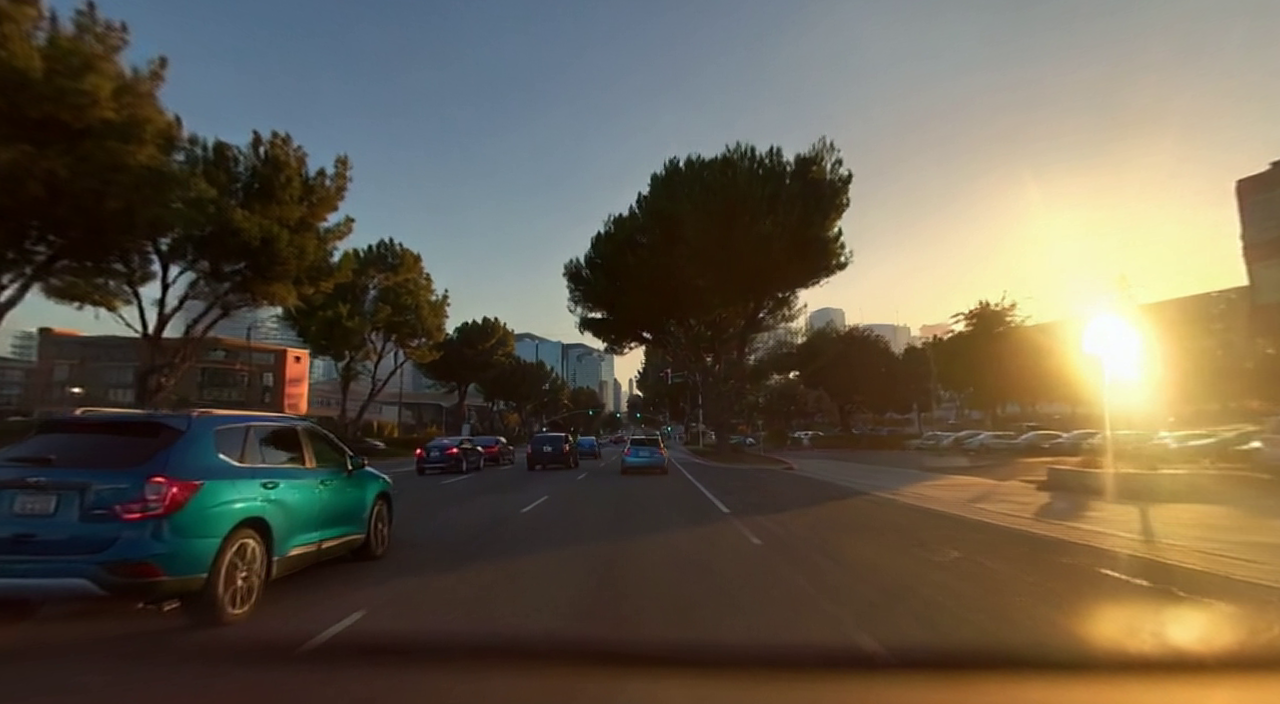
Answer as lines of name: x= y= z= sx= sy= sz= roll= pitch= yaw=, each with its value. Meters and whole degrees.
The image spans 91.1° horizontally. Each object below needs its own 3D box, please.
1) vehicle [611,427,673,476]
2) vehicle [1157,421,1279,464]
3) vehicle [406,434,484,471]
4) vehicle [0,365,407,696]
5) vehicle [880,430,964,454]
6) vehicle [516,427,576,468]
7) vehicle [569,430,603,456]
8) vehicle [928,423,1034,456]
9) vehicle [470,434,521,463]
vehicle: x=0.073 y=3.632 z=23.053 sx=2.042 sy=1.641 sz=4.187 roll=0 pitch=-8 yaw=0
vehicle: x=27.629 y=4.249 z=29.623 sx=4.524 sy=1.597 sz=2.102 roll=-4 pitch=-6 yaw=-1
vehicle: x=-8.156 y=4.248 z=26.711 sx=1.926 sy=1.463 sz=4.450 roll=0 pitch=-8 yaw=-1
vehicle: x=-3.811 y=1.184 z=5.265 sx=2.070 sy=1.641 sz=4.152 roll=0 pitch=-8 yaw=0
vehicle: x=17.044 y=5.498 z=38.144 sx=1.857 sy=1.369 sz=4.219 roll=6 pitch=-10 yaw=-34
vehicle: x=-4.285 y=4.448 z=29.320 sx=2.113 sy=1.713 sz=4.422 roll=0 pitch=-8 yaw=0
vehicle: x=-3.844 y=6.637 z=45.772 sx=2.047 sy=1.810 sz=4.414 roll=0 pitch=-8 yaw=1
vehicle: x=17.460 y=4.520 z=32.318 sx=4.329 sy=1.656 sz=1.873 roll=0 pitch=-8 yaw=2
vehicle: x=-8.028 y=5.391 z=35.224 sx=1.918 sy=1.484 sz=4.531 roll=0 pitch=-8 yaw=-2
